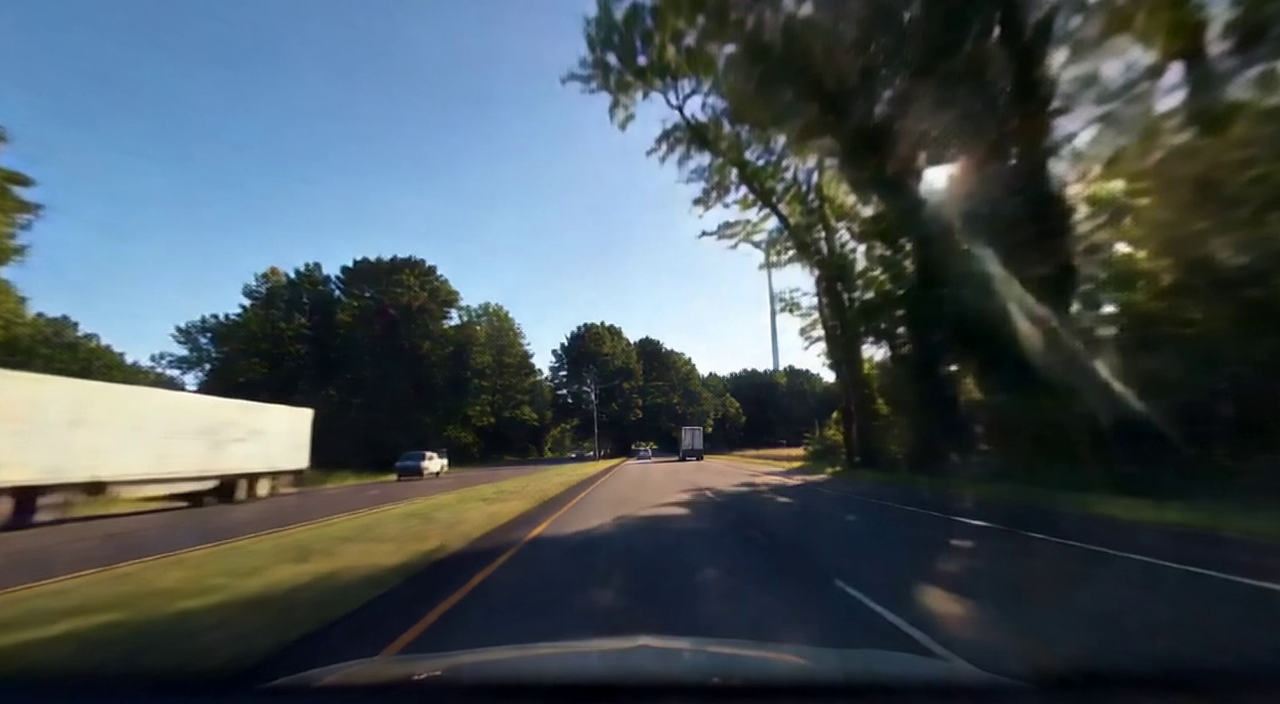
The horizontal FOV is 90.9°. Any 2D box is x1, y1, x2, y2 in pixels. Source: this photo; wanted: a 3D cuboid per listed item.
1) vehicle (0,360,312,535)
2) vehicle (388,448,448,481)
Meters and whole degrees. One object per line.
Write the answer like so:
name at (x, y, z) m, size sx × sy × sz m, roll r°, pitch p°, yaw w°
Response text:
vehicle at (-16.265, 3.180, 20.613) m, size 2.905 × 4.067 × 14.085 m, roll -1°, pitch -9°, yaw 3°
vehicle at (-14.666, 7.448, 42.019) m, size 2.094 × 1.999 × 4.762 m, roll -1°, pitch -9°, yaw 2°
